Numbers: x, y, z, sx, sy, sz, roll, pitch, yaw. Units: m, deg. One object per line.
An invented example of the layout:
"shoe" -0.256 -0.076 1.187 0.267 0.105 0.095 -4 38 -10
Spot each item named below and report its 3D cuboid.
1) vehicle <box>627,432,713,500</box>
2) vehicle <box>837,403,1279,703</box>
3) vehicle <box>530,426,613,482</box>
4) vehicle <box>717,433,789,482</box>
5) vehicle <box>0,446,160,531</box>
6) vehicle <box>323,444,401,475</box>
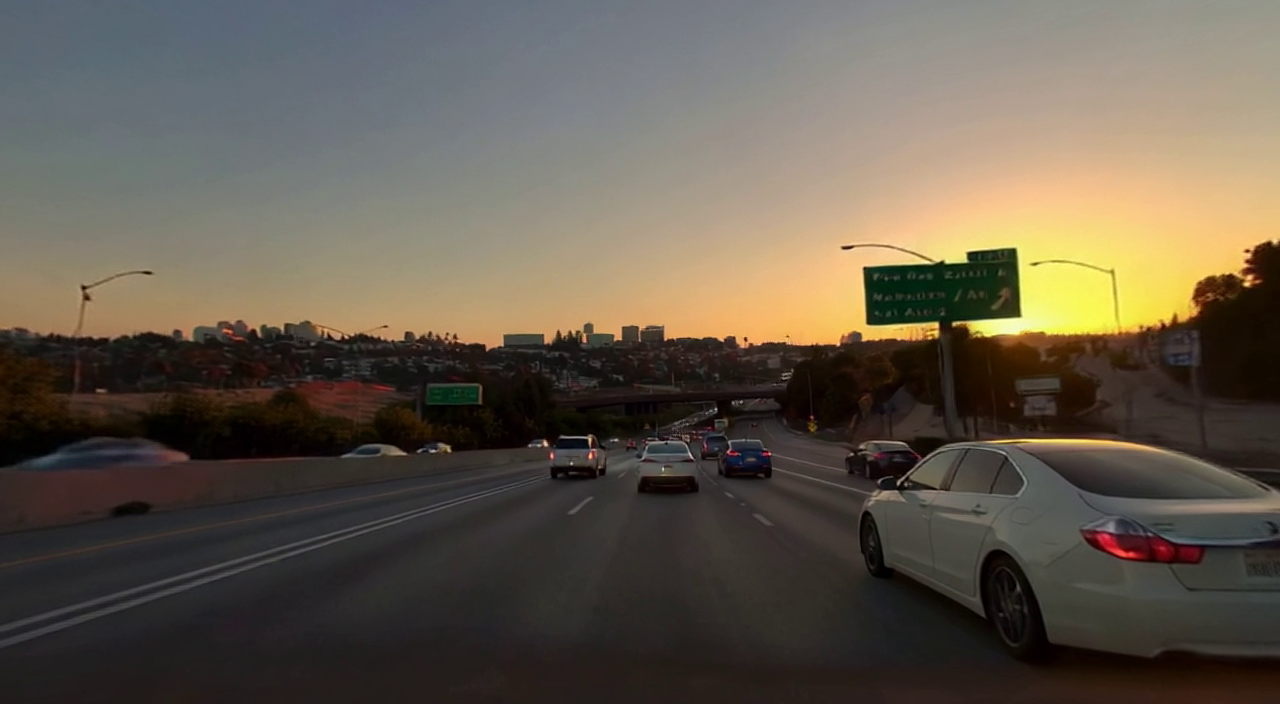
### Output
"vehicle" 0.790 3.038 17.075 2.074 1.614 3.803 0 -9 2
"vehicle" 3.191 1.288 4.705 2.009 1.489 4.559 0 -9 1
"vehicle" -2.551 4.022 25.059 2.434 1.965 5.305 0 -9 3
"vehicle" 4.178 3.988 24.079 2.076 1.684 4.241 0 -9 2
"vehicle" -12.358 2.644 12.615 1.906 1.499 4.426 0 -9 2
"vehicle" -14.542 5.658 33.217 1.874 1.504 4.406 0 -9 3
